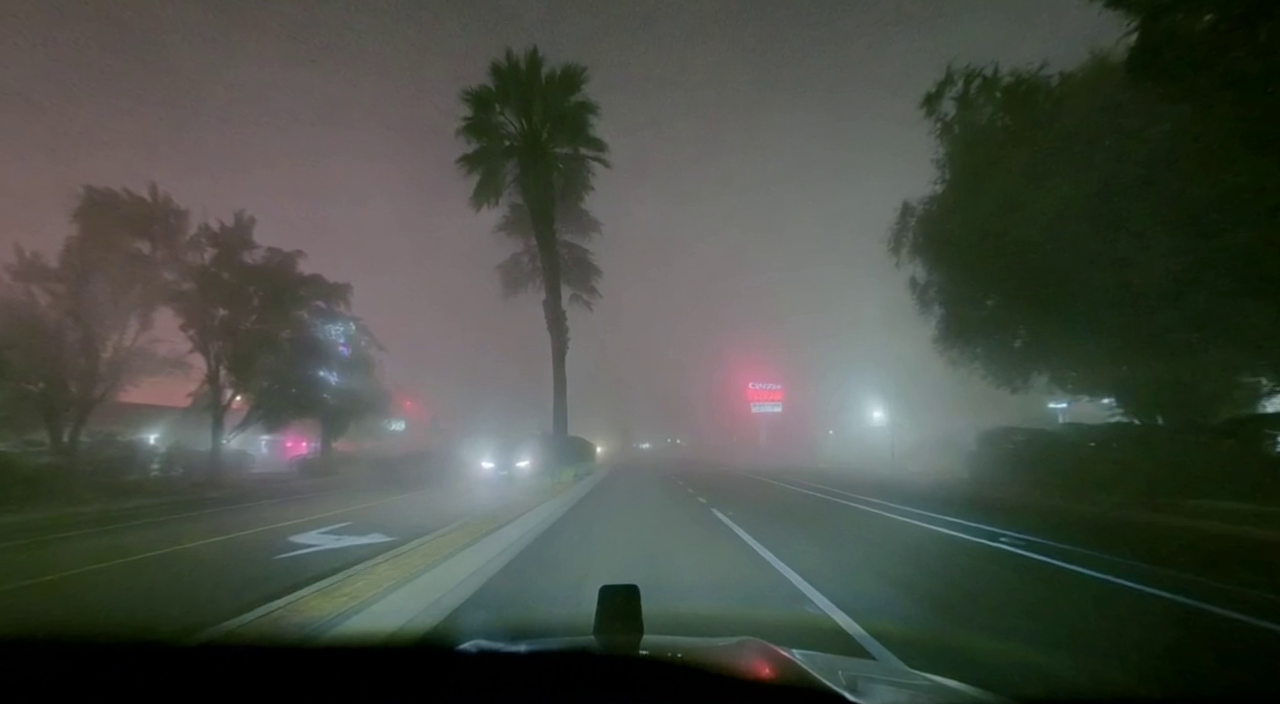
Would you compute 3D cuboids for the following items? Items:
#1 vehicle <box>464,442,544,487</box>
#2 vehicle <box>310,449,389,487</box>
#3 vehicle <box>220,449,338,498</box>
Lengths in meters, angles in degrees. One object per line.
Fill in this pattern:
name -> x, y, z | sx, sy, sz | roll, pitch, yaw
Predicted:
vehicle -> -4.833, 4.062, 23.149 | 1.934, 1.471, 4.280 | 0, -8, 1
vehicle -> -13.963, 5.565, 30.629 | 1.946, 1.489, 4.435 | -4, -8, -3
vehicle -> -14.012, 4.692, 24.906 | 1.972, 1.504, 5.036 | -5, -8, -3
